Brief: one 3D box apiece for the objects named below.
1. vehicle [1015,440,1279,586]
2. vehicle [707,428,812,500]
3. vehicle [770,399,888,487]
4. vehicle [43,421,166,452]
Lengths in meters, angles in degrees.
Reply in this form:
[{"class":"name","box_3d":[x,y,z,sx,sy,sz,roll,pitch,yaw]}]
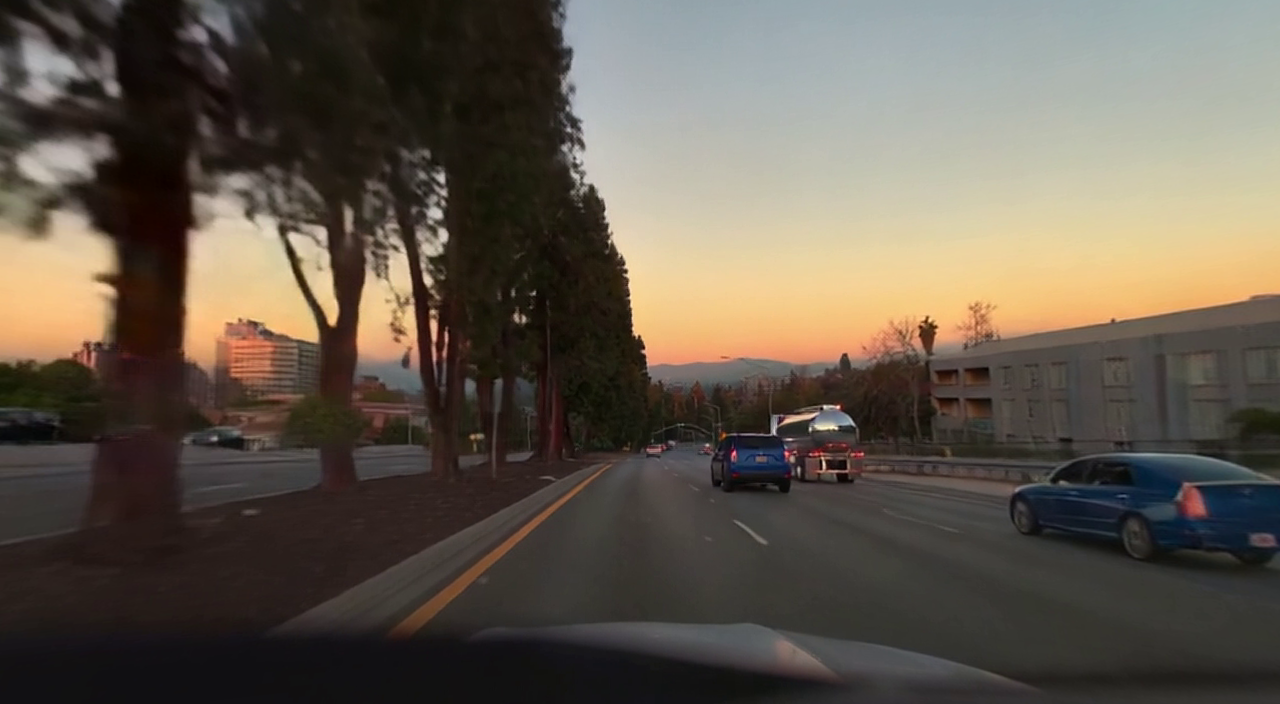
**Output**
[{"class":"vehicle","box_3d":[7.464,1.964,8.636,1.966,1.476,4.270,0,-8,-1]},{"class":"vehicle","box_3d":[3.156,3.088,17.727,2.045,1.729,4.532,0,-8,0]},{"class":"vehicle","box_3d":[7.640,3.838,26.525,2.849,3.207,6.275,0,-8,-1]},{"class":"vehicle","box_3d":[-28.605,4.533,33.779,4.723,1.592,1.994,0,-8,1]}]
